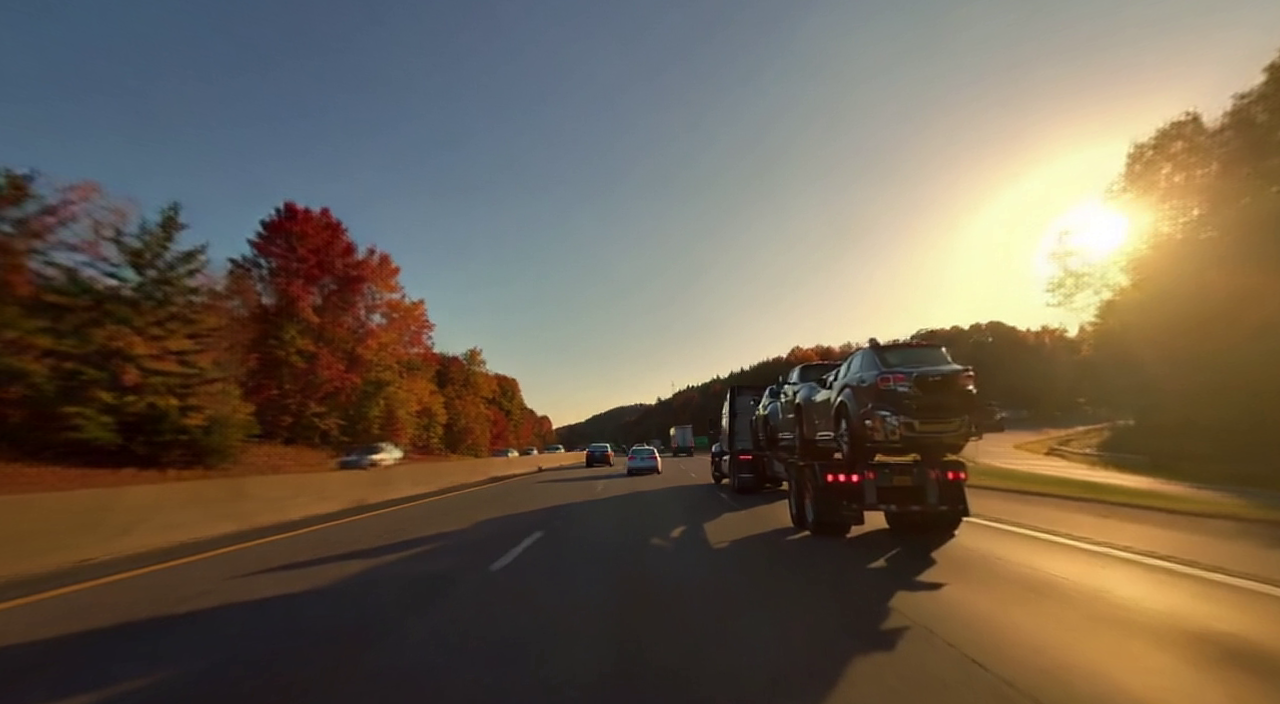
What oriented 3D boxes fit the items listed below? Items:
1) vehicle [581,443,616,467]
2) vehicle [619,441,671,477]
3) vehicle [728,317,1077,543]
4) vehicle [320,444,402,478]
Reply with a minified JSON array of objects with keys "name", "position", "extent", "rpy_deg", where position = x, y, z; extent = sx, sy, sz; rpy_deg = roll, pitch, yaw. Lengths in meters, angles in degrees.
[{"name":"vehicle","position":[-2.660,6.709,41.152],"extent":[1.928,1.464,3.706],"rpy_deg":[0,-8,2]},{"name":"vehicle","position":[0.275,4.758,28.307],"extent":[2.152,1.484,4.211],"rpy_deg":[0,-8,2]},{"name":"vehicle","position":[4.667,2.053,15.649],"extent":[3.150,3.257,13.098],"rpy_deg":[0,-8,0]},{"name":"vehicle","position":[-14.050,5.482,31.984],"extent":[1.925,1.552,4.531],"rpy_deg":[0,-8,2]}]
